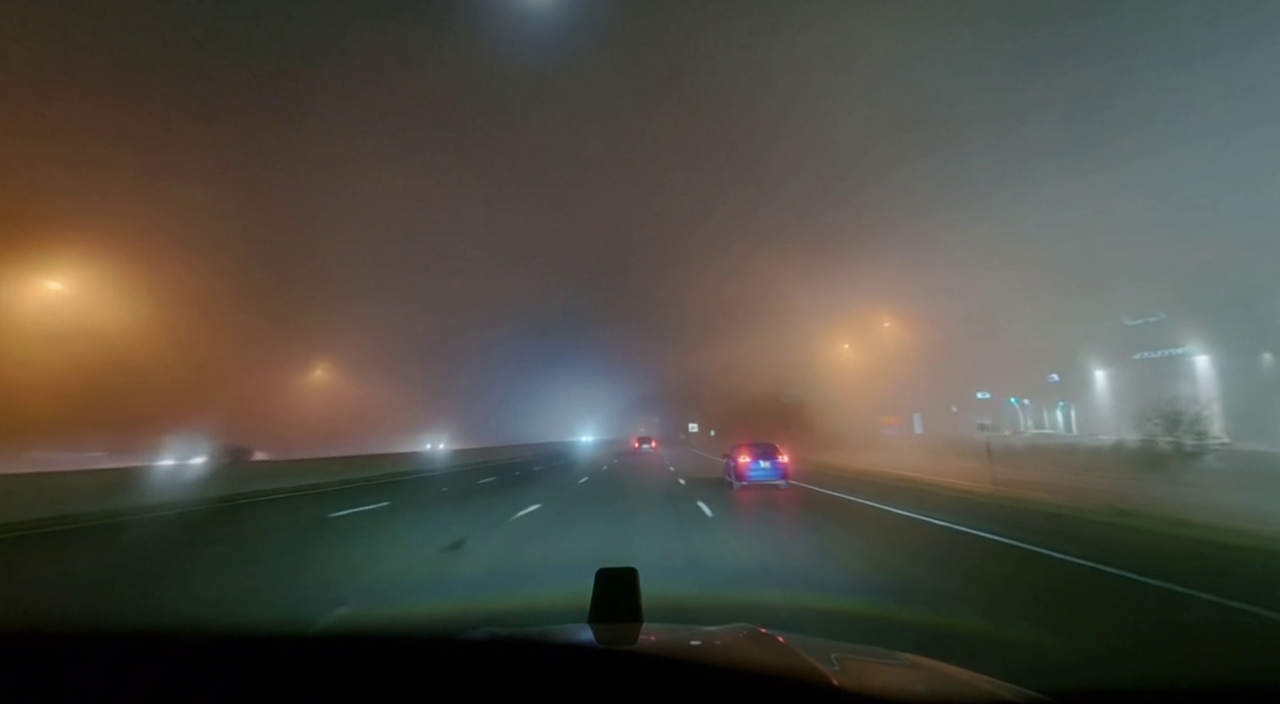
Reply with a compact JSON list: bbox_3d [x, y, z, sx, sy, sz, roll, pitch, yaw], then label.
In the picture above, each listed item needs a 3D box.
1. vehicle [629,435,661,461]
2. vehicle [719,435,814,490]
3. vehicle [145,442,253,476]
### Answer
[{"bbox_3d":[0.367,6.690,44.193,2.127,1.692,4.382,0,-9,1],"label":"vehicle"},{"bbox_3d":[3.826,3.443,19.982,2.029,1.528,4.644,0,-9,0],"label":"vehicle"},{"bbox_3d":[-21.176,5.133,30.608,1.985,1.534,4.396,0,-9,1],"label":"vehicle"}]
